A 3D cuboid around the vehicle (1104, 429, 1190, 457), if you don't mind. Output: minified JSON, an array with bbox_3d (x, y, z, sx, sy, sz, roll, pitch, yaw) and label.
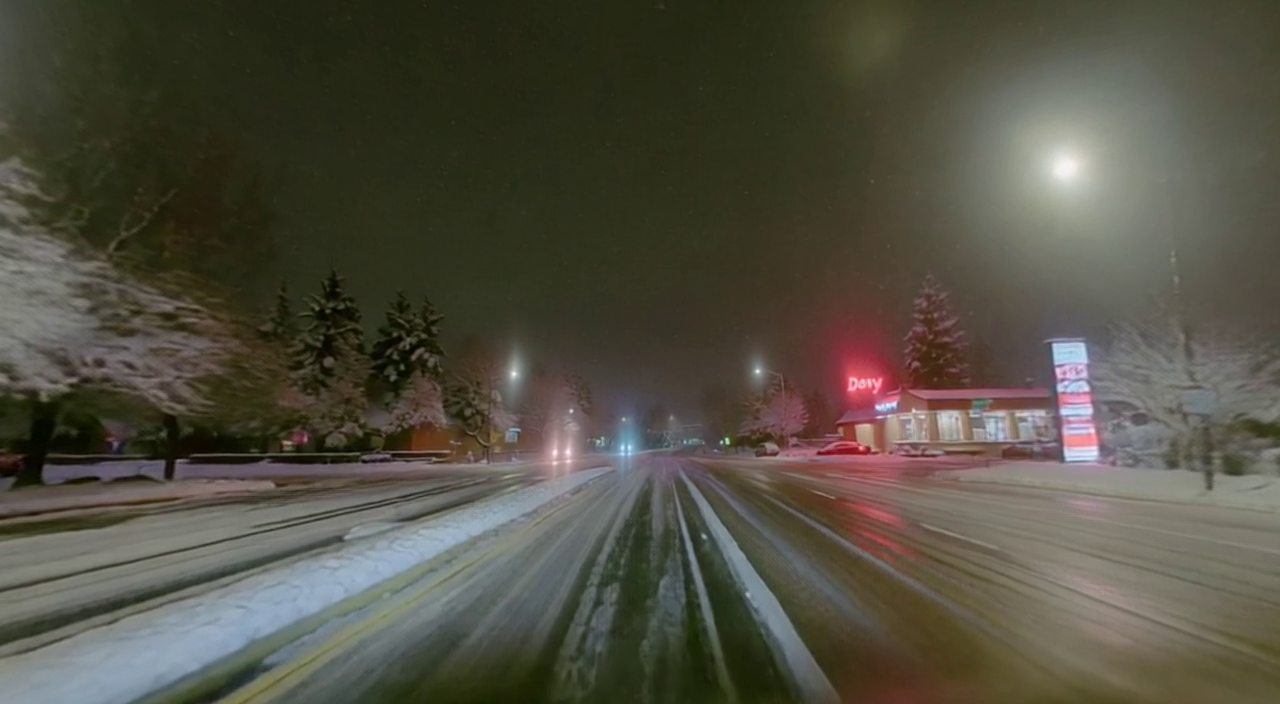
[{"bbox_3d":[36.362,6.498,45.516,2.028,1.886,5.190,0,-7,2],"label":"vehicle"}]

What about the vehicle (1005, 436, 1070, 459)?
[{"bbox_3d":[28.135,6.787,44.891,1.836,1.497,4.419,-1,-8,2],"label":"vehicle"}]
